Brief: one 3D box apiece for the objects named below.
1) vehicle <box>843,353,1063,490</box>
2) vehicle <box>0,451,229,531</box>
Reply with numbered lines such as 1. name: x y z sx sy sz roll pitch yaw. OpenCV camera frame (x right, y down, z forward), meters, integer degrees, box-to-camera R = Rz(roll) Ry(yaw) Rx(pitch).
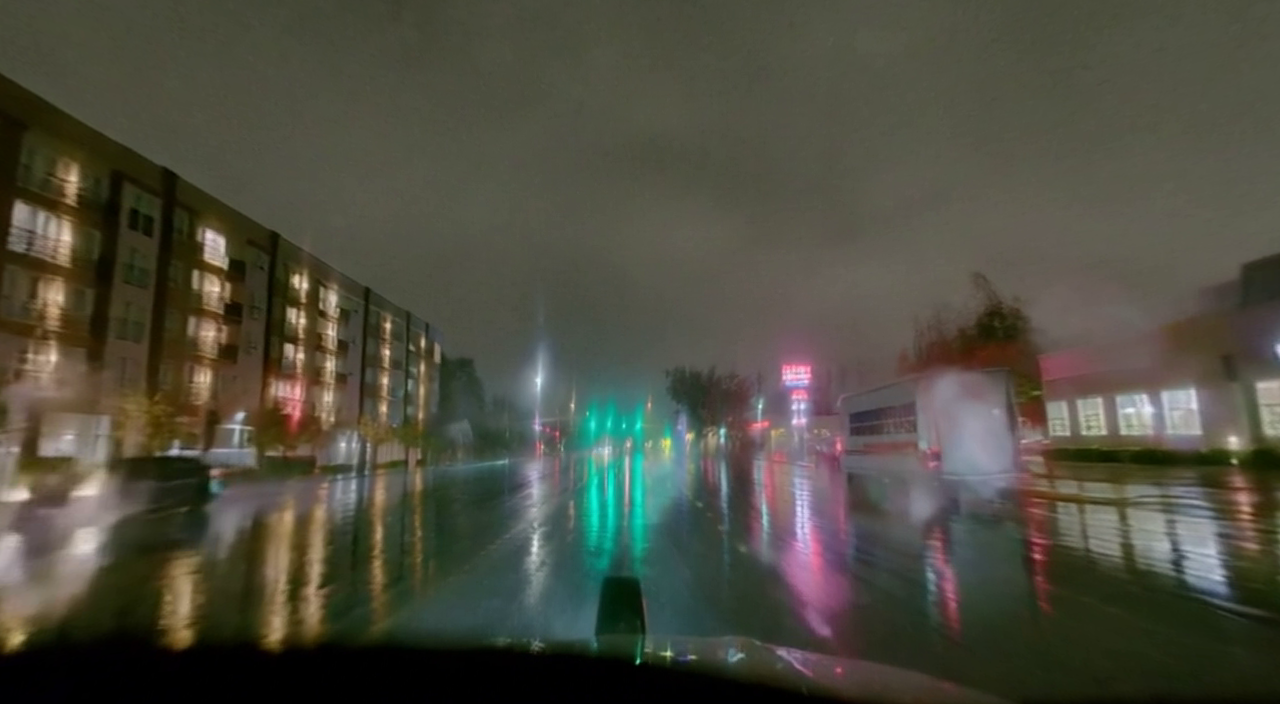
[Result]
1. vehicle: 10.099 2.601 22.074 3.174 3.794 9.019 -1 -9 1
2. vehicle: -11.754 2.982 14.254 1.901 1.465 4.604 0 -8 -1
